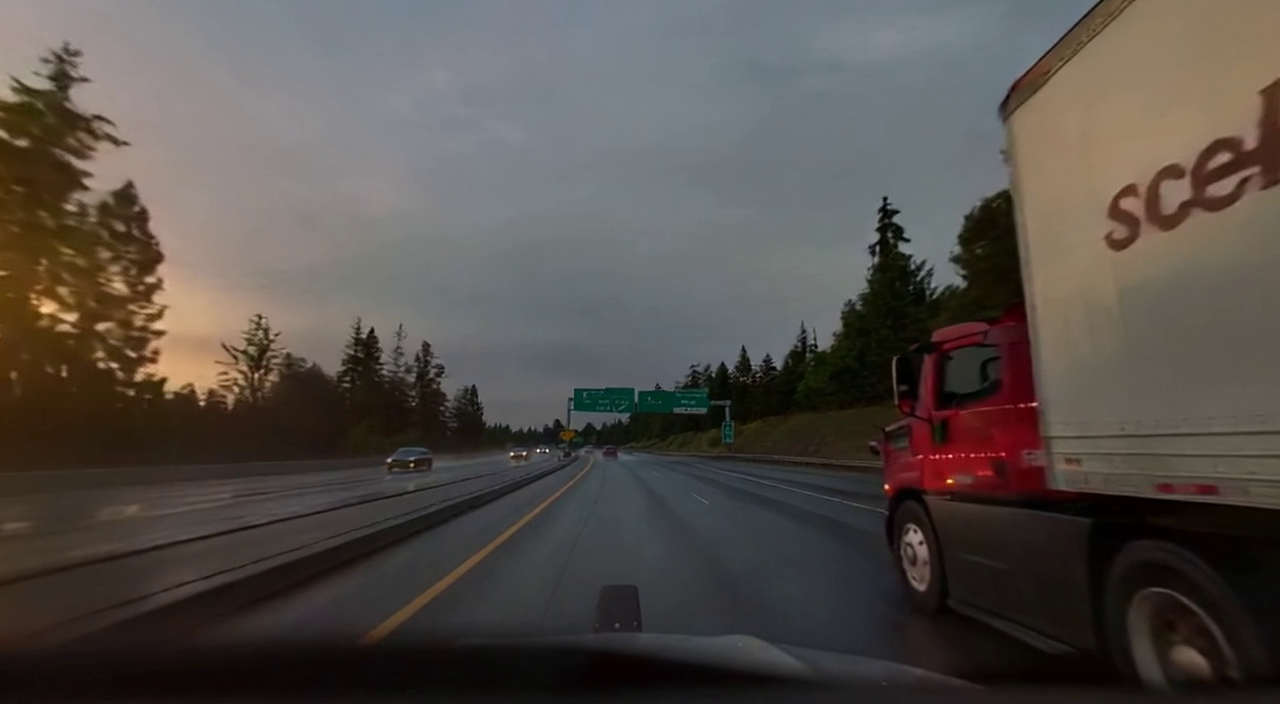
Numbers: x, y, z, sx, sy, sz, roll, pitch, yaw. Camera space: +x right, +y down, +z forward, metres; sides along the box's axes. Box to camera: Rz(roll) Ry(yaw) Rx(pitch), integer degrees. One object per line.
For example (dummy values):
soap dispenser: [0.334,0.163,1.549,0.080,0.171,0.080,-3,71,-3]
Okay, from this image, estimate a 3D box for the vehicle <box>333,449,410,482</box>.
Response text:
vehicle: [-13.010,5.488,30.683,1.815,1.471,4.333,0,-9,0]

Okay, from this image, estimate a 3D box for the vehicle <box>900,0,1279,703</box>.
vehicle: [4.282,-0.539,0.970,3.016,3.971,10.405,0,-9,-1]
